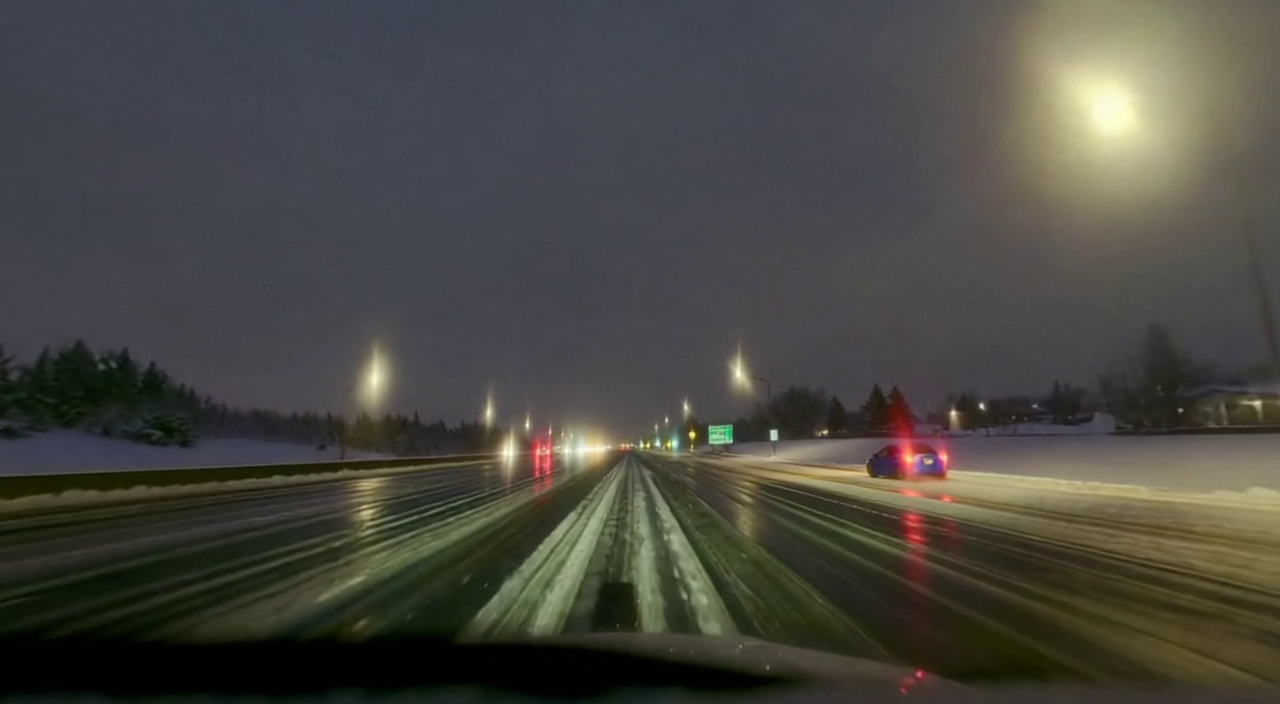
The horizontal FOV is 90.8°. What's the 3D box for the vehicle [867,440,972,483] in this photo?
[{"bbox_3d":[10.741,4.222,24.725,1.985,1.493,4.486,0,-9,-1],"label":"vehicle"}]
